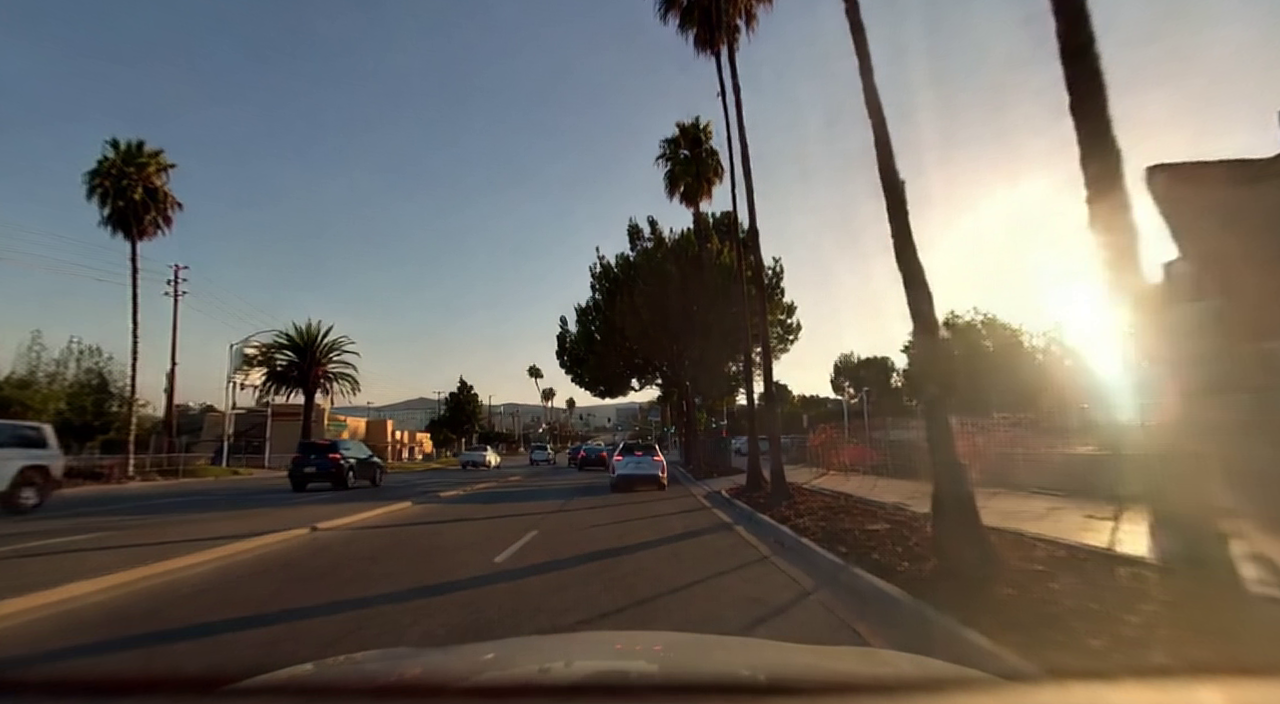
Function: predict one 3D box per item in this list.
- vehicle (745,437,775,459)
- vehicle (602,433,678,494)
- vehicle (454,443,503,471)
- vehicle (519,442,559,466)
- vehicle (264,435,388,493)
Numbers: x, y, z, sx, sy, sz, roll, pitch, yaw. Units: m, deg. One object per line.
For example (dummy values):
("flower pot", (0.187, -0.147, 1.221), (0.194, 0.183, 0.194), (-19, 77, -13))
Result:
("vehicle", (8.261, 6.544, 42.971), (1.837, 1.416, 3.947), (-2, -9, 12))
("vehicle", (0.037, 3.447, 19.726), (2.121, 1.710, 3.893), (0, -9, 1))
("vehicle", (-10.813, 7.047, 42.420), (1.998, 1.731, 4.952), (0, -9, 0))
("vehicle", (-7.186, 7.288, 45.094), (2.099, 1.608, 4.420), (0, -9, 1))
("vehicle", (-10.585, 3.797, 21.596), (1.965, 1.743, 4.327), (0, -9, 1))
